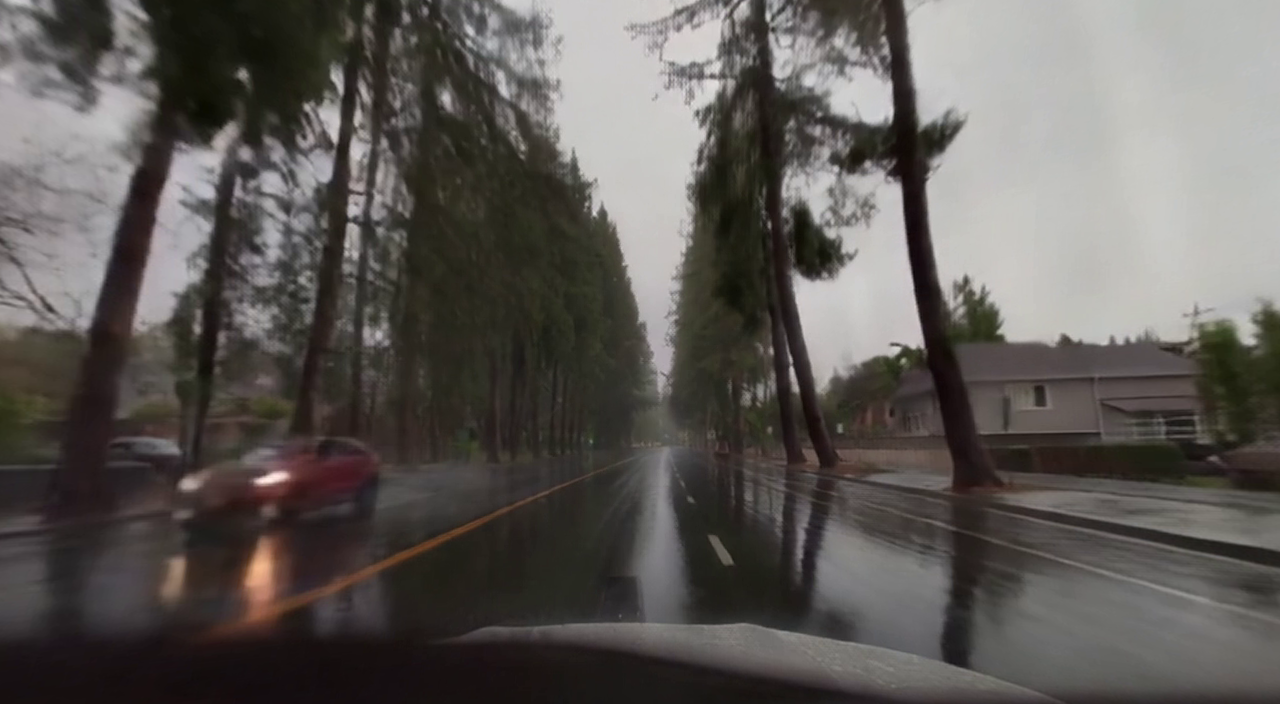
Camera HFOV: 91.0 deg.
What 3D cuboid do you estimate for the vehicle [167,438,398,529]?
[{"bbox_3d":[-7.228,2.668,13.504,2.000,1.570,4.808,-1,-8,2],"label":"vehicle"}]
